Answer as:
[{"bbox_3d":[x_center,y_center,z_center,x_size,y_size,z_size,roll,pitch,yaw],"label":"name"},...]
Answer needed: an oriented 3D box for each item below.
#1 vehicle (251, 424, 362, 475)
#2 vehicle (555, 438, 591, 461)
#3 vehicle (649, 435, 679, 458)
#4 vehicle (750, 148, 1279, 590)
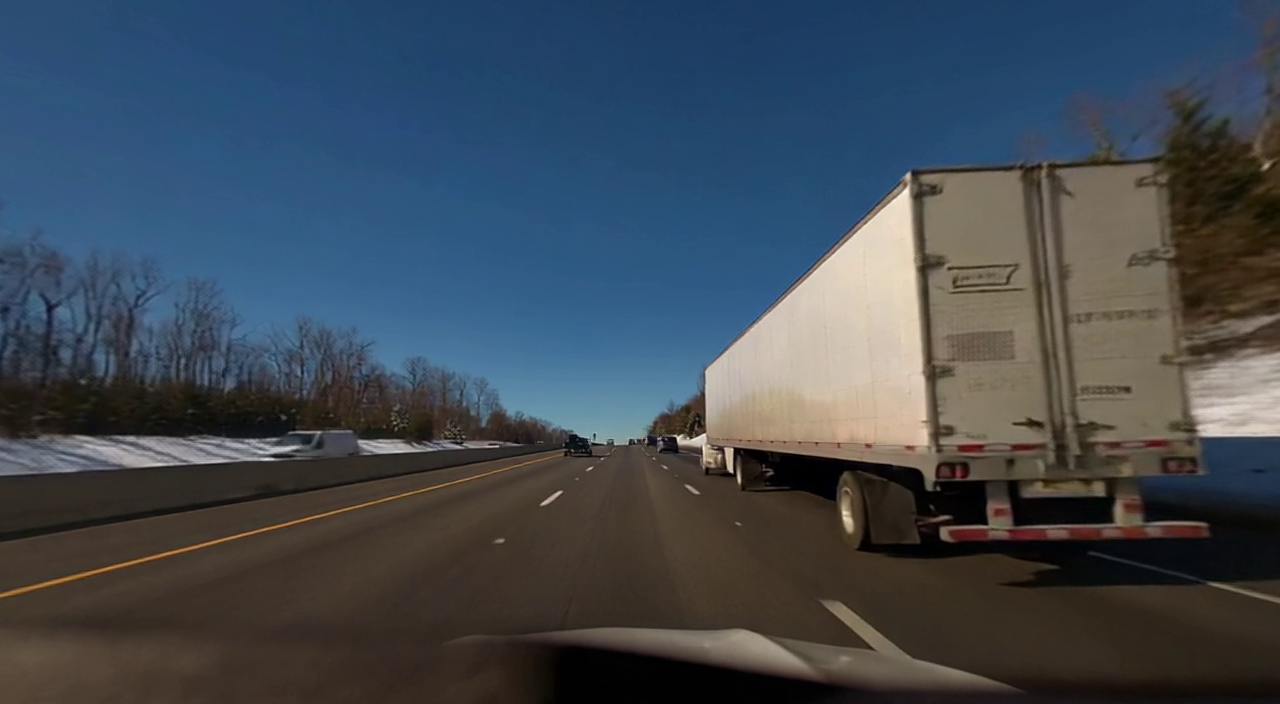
[{"bbox_3d":[-16.672,4.879,31.922,2.403,2.328,5.838,0,-8,0],"label":"vehicle"},{"bbox_3d":[-4.436,6.529,42.317,2.017,1.484,4.088,0,-8,-1],"label":"vehicle"},{"bbox_3d":[1.862,7.418,49.656,2.124,1.696,4.173,0,-8,-1],"label":"vehicle"},{"bbox_3d":[4.024,0.642,9.939,2.906,3.999,8.621,0,-8,-1],"label":"vehicle"}]
